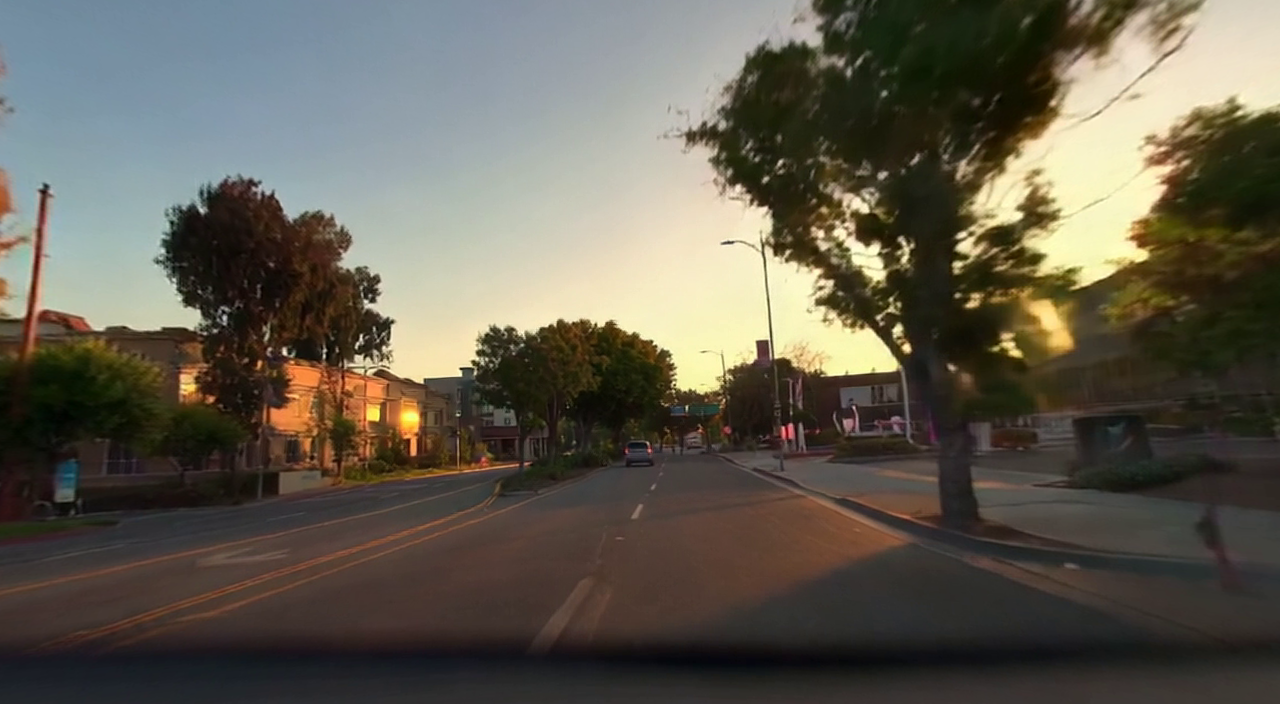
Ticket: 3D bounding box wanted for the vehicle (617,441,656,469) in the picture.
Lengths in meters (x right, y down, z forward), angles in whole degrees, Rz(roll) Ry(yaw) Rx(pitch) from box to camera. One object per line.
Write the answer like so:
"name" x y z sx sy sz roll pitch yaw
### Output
"vehicle" -0.171 6.757 41.565 2.235 1.719 4.292 -1 -8 4
